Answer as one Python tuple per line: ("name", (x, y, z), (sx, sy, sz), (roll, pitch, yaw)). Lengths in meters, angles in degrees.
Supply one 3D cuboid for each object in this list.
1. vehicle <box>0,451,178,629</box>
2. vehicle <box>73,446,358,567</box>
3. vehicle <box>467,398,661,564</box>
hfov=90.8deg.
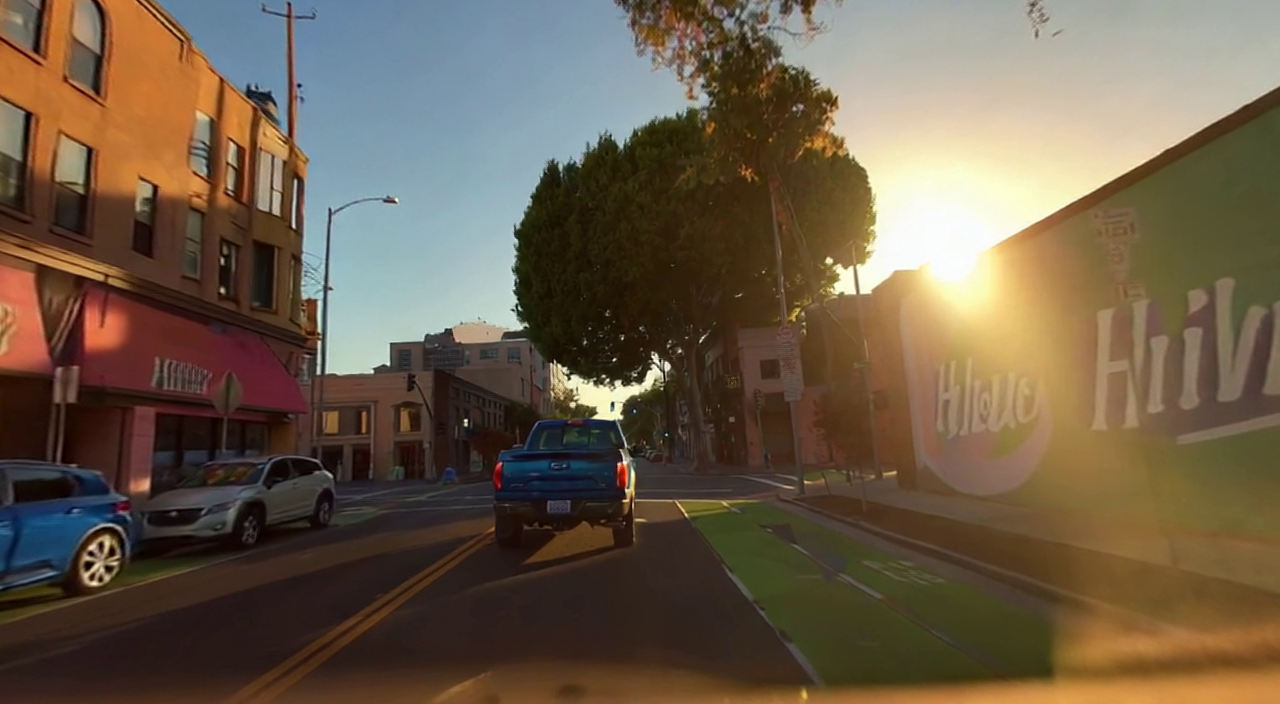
("vehicle", (-7.178, 1.884, 6.308), (1.882, 1.686, 4.489), (-1, -8, -3))
("vehicle", (-7.440, 2.669, 11.948), (1.884, 1.730, 5.076), (0, -8, 0))
("vehicle", (-0.863, 1.820, 9.645), (2.215, 1.882, 4.611), (0, -8, 0))
